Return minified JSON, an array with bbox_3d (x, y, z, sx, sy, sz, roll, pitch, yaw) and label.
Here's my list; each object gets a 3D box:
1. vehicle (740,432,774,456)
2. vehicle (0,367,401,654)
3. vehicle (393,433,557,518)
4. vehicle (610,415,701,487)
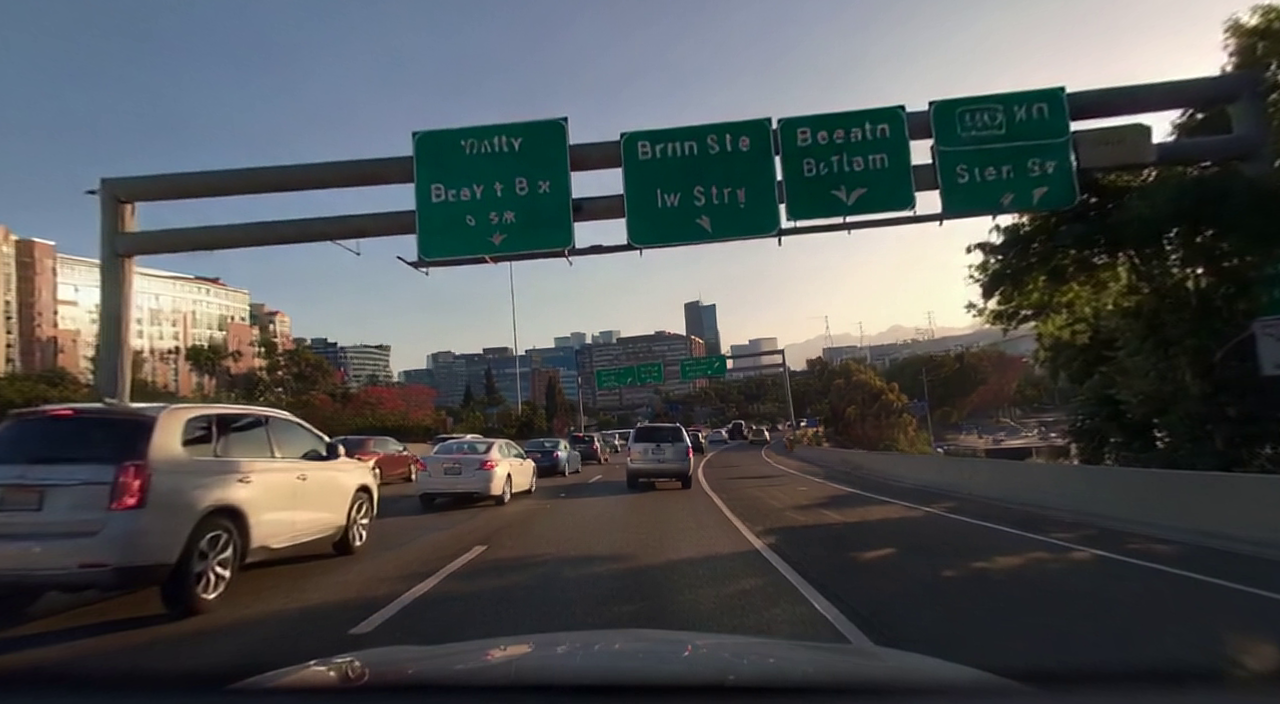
[{"bbox_3d":[8.905,6.974,47.731,2.329,1.760,4.525,-2,-9,12],"label":"vehicle"},{"bbox_3d":[-4.134,1.334,6.259,1.850,1.862,4.150,0,-9,0],"label":"vehicle"},{"bbox_3d":[-3.286,2.586,13.814,1.998,1.494,5.020,0,-9,3],"label":"vehicle"},{"bbox_3d":[0.602,3.310,21.237,2.616,2.063,5.933,0,-9,3],"label":"vehicle"}]
